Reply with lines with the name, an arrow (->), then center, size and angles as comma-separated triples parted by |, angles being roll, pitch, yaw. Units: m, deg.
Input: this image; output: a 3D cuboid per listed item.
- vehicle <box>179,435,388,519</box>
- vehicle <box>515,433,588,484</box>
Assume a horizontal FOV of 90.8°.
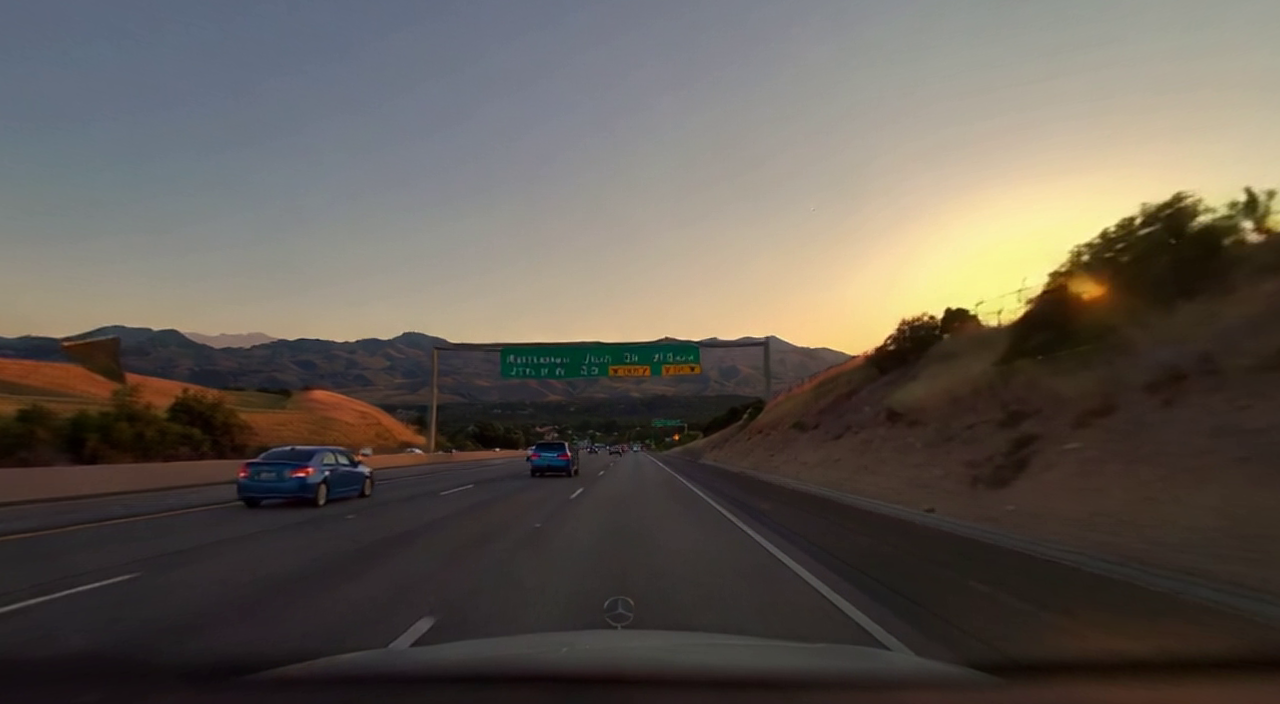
vehicle -> -7.431, 2.632, 13.855 | 1.930, 1.508, 4.567 | 0, -9, 0
vehicle -> -3.241, 4.024, 24.169 | 2.029, 1.753, 4.718 | 0, -9, 1
